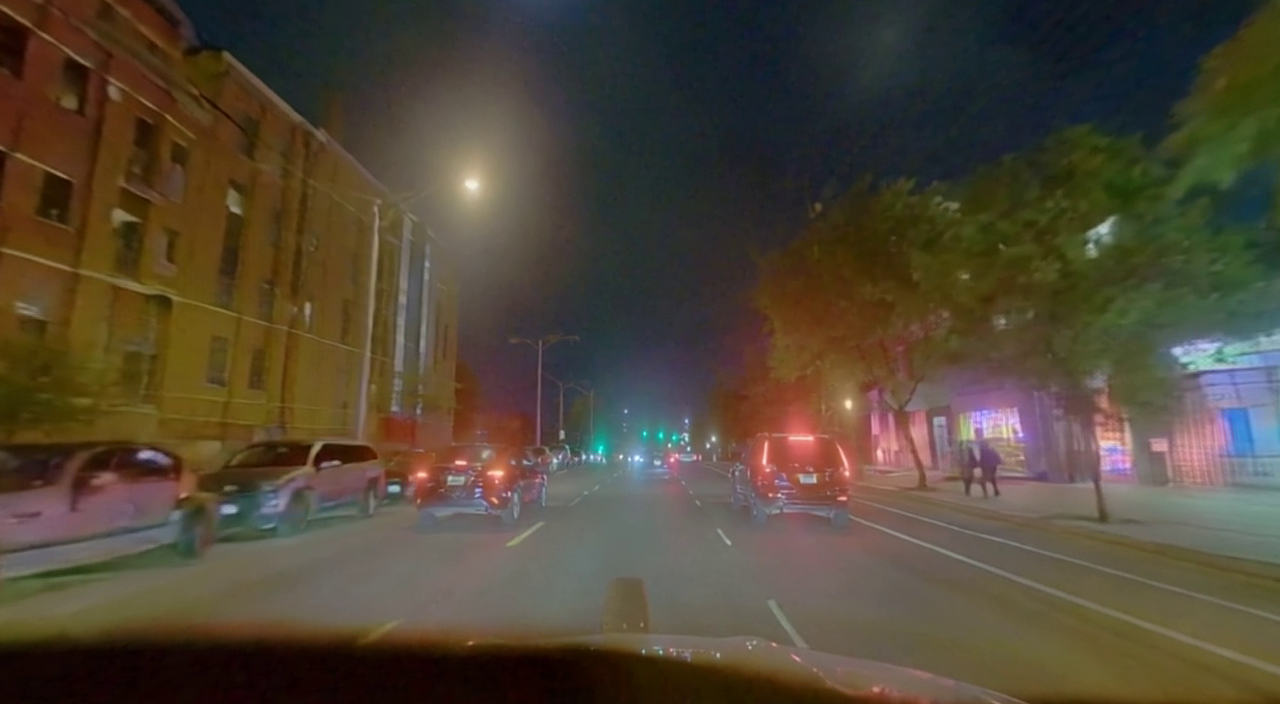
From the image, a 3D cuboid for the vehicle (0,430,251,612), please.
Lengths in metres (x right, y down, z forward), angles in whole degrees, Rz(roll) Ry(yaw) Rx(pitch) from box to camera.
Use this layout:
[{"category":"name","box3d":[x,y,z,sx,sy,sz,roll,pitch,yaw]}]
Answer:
[{"category":"vehicle","box3d":[-6.178,1.723,7.104,1.620,1.586,2.903,0,-9,1]}]

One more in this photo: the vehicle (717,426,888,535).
[{"category":"vehicle","box3d":[2.852,2.374,12.255,2.094,1.709,4.394,0,-9,-1]}]

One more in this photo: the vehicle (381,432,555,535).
[{"category":"vehicle","box3d":[-3.034,2.408,12.128,2.085,1.619,3.976,-1,-9,2]}]

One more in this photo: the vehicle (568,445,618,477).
[{"category":"vehicle","box3d":[-2.328,5.580,32.445,2.019,1.507,4.643,-1,-9,2]}]

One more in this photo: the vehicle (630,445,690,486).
[{"category":"vehicle","box3d":[0.758,4.431,24.951,2.139,1.466,4.373,0,-9,1]}]

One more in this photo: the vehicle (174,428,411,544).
[{"category":"vehicle","box3d":[-5.944,2.317,11.511,1.867,1.692,4.188,0,-9,1]}]
